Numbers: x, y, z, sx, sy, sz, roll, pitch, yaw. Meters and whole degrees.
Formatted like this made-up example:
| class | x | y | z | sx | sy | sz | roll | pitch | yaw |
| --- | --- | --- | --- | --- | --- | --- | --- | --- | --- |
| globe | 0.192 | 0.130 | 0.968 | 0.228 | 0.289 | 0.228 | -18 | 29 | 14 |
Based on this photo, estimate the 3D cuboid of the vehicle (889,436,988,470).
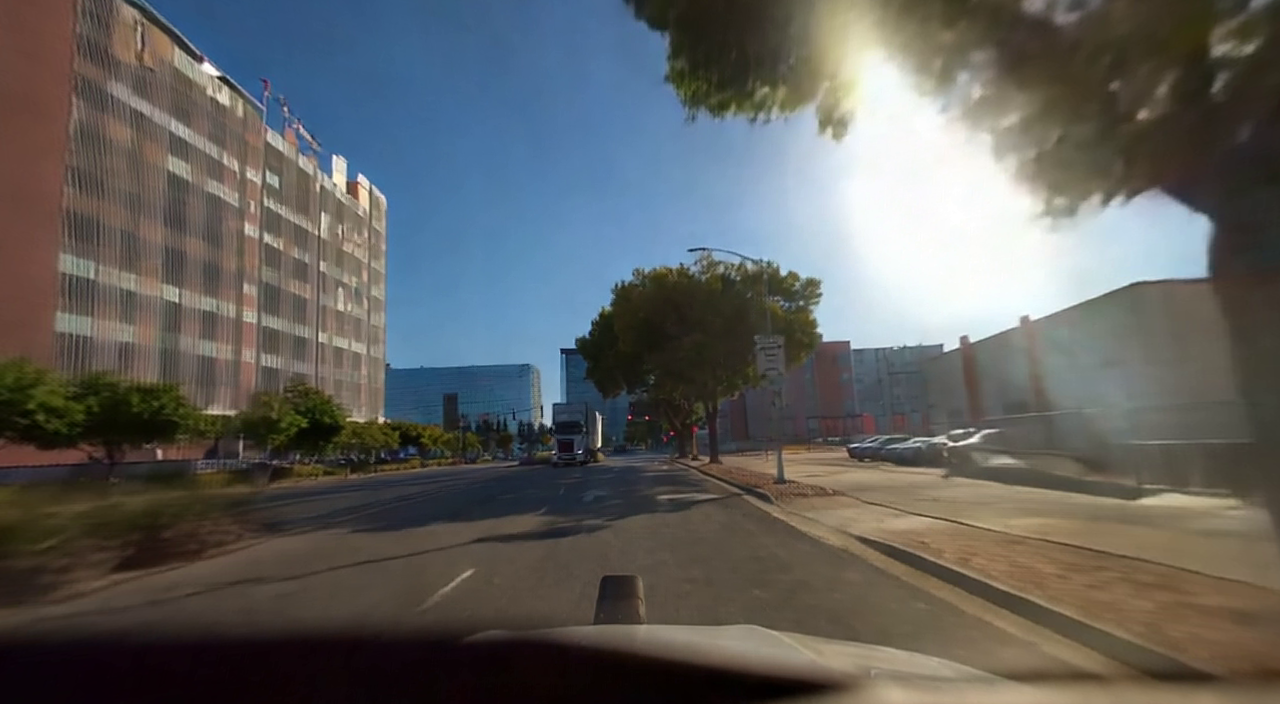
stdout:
| class | x | y | z | sx | sy | sz | roll | pitch | yaw |
| --- | --- | --- | --- | --- | --- | --- | --- | --- | --- |
| vehicle | 15.250 | 5.168 | 32.248 | 4.061 | 1.590 | 1.862 | -1 | -8 | -1 |
